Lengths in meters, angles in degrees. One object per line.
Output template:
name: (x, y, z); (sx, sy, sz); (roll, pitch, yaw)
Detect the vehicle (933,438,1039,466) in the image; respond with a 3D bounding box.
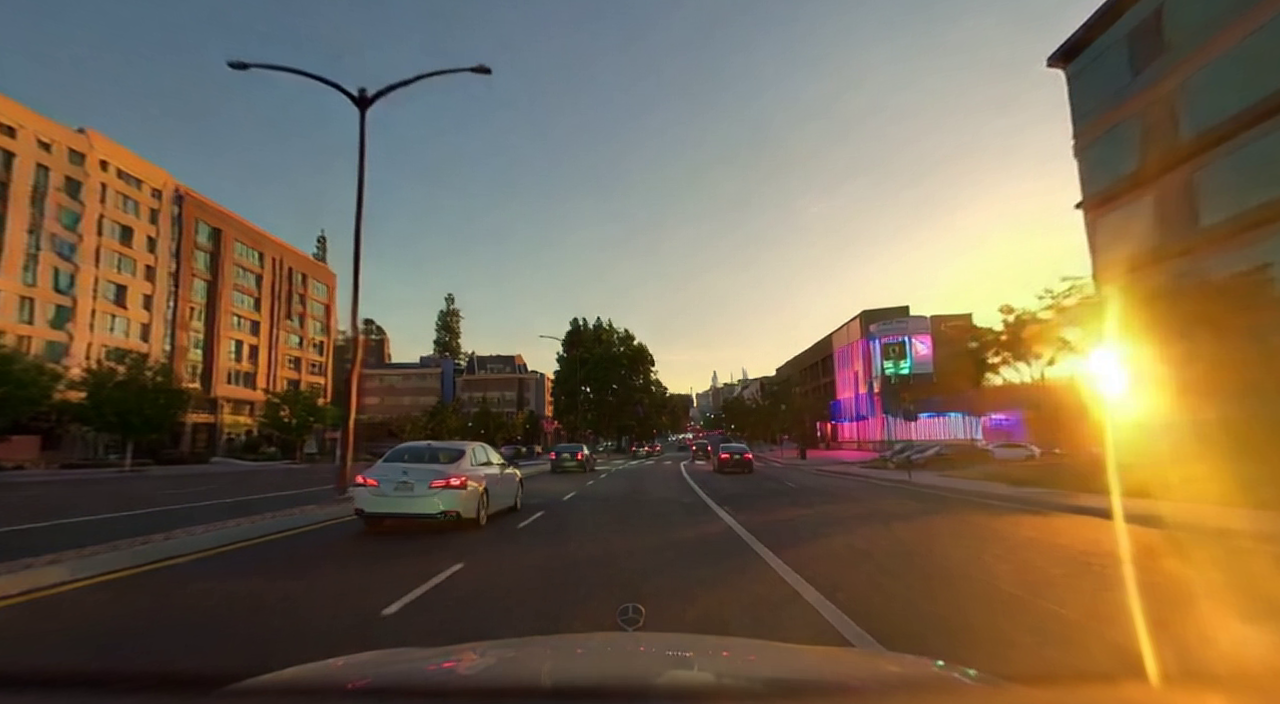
vehicle: (18.920, 5.477, 34.630); (4.502, 1.454, 2.129); (0, -9, 0)

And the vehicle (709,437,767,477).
vehicle: (4.538, 4.924, 29.778); (2.103, 1.699, 4.171); (0, -8, 1)

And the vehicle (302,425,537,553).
vehicle: (-3.101, 2.030, 10.078); (2.118, 1.568, 4.436); (0, -8, 1)

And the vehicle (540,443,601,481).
vehicle: (-2.872, 4.652, 27.005); (1.980, 1.454, 4.226); (-1, -8, 3)

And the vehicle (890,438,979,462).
vehicle: (18.759, 6.267, 40.358); (4.583, 1.491, 2.192); (0, -8, -1)
